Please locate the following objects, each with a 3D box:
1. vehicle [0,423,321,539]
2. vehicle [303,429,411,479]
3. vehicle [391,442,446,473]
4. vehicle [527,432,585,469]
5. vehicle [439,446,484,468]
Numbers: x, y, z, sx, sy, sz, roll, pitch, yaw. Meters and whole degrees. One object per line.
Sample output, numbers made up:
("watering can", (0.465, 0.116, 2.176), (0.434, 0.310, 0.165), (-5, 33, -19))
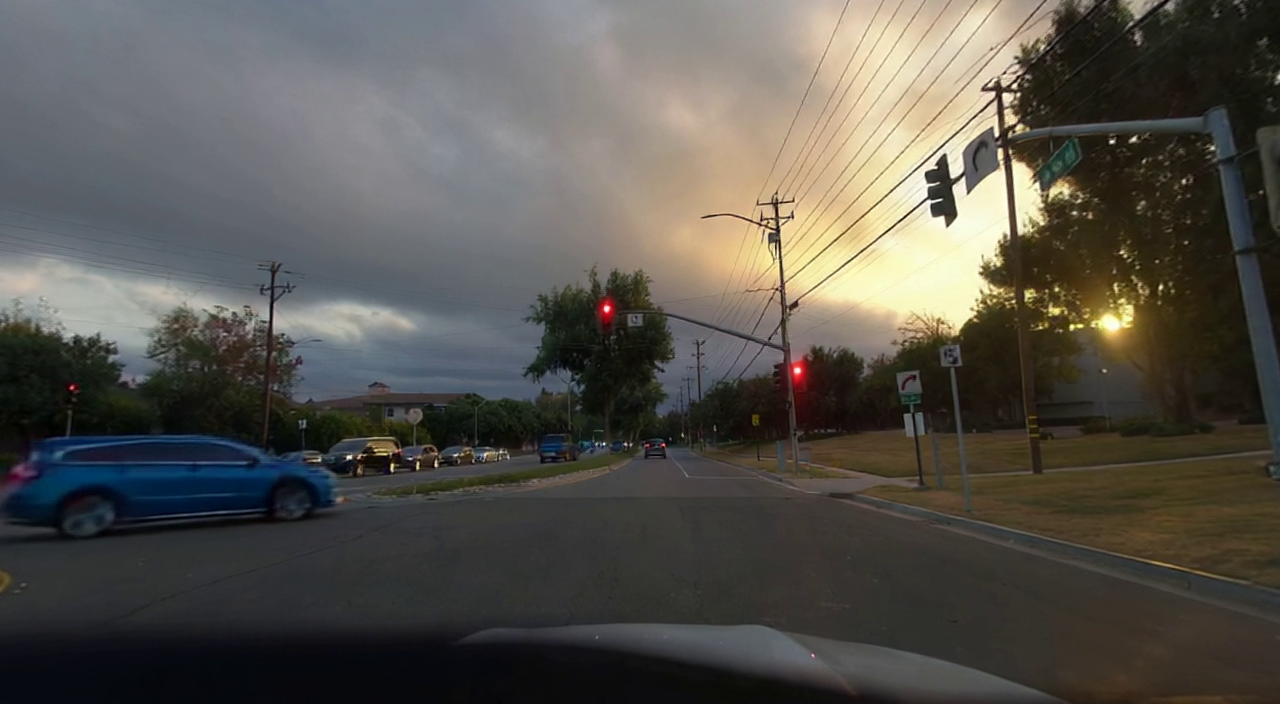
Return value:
("vehicle", (-8.344, 2.146, 11.000), (4.607, 1.666, 2.051), (5, -10, -32))
("vehicle", (-13.105, 4.768, 29.629), (2.350, 2.104, 5.828), (0, -8, 1))
("vehicle", (-13.210, 6.304, 37.635), (1.772, 1.647, 4.221), (-4, -9, 0))
("vehicle", (-4.728, 5.623, 36.095), (2.175, 1.957, 4.686), (-1, -9, 7))
("vehicle", (-12.678, 7.471, 44.908), (1.841, 1.477, 4.485), (-1, -8, 1))
